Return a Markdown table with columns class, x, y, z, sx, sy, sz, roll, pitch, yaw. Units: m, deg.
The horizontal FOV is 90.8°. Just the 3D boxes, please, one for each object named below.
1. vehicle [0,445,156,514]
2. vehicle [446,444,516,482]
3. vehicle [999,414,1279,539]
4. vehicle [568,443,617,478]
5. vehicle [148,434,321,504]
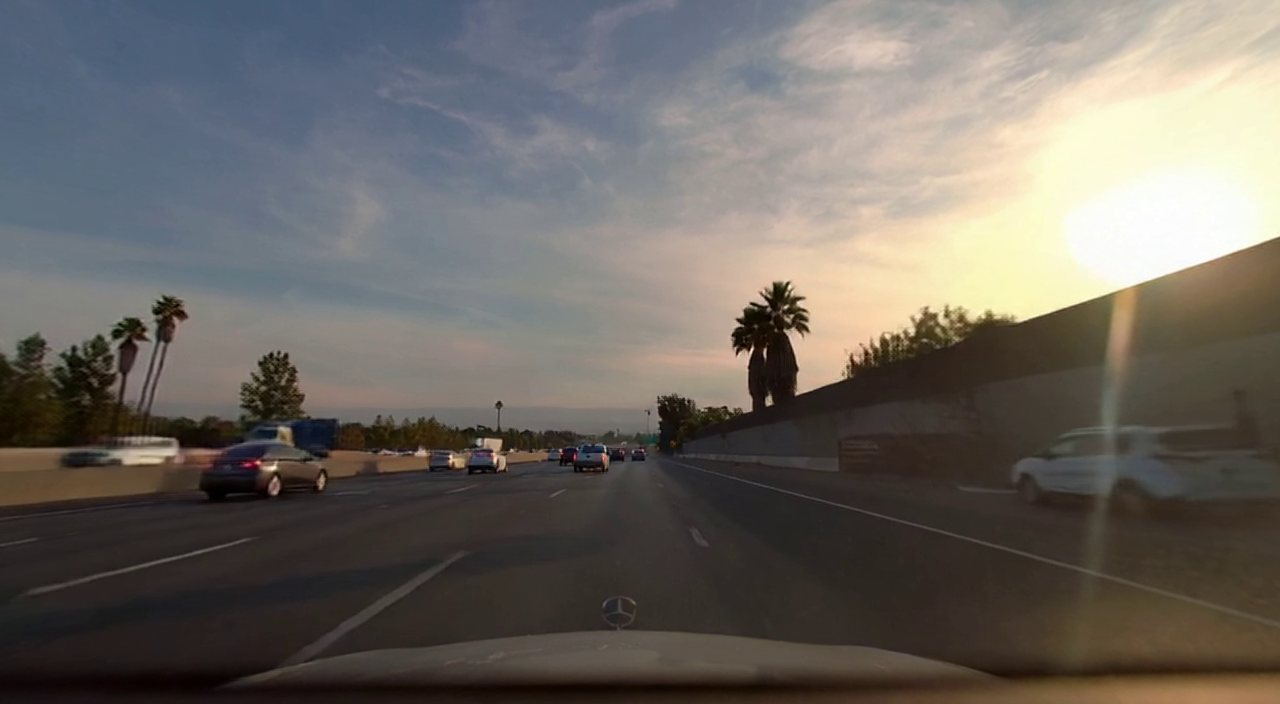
| class | x | y | z | sx | sy | sz | roll | pitch | yaw |
| --- | --- | --- | --- | --- | --- | --- | --- | --- | --- |
| vehicle | -16.209 | 3.456 | 17.661 | 1.836 | 1.662 | 4.317 | 0 | -9 | 1 |
| vehicle | -7.671 | 5.403 | 31.053 | 2.204 | 1.677 | 4.438 | 0 | -9 | 1 |
| vehicle | 10.378 | 2.463 | 13.265 | 2.302 | 2.014 | 5.925 | 0 | -9 | 1 |
| vehicle | -2.412 | 5.619 | 32.879 | 2.201 | 1.672 | 4.128 | 0 | -9 | 0 |
| vehicle | -12.193 | 3.527 | 19.543 | 1.986 | 1.875 | 4.902 | 0 | -9 | 1 |
